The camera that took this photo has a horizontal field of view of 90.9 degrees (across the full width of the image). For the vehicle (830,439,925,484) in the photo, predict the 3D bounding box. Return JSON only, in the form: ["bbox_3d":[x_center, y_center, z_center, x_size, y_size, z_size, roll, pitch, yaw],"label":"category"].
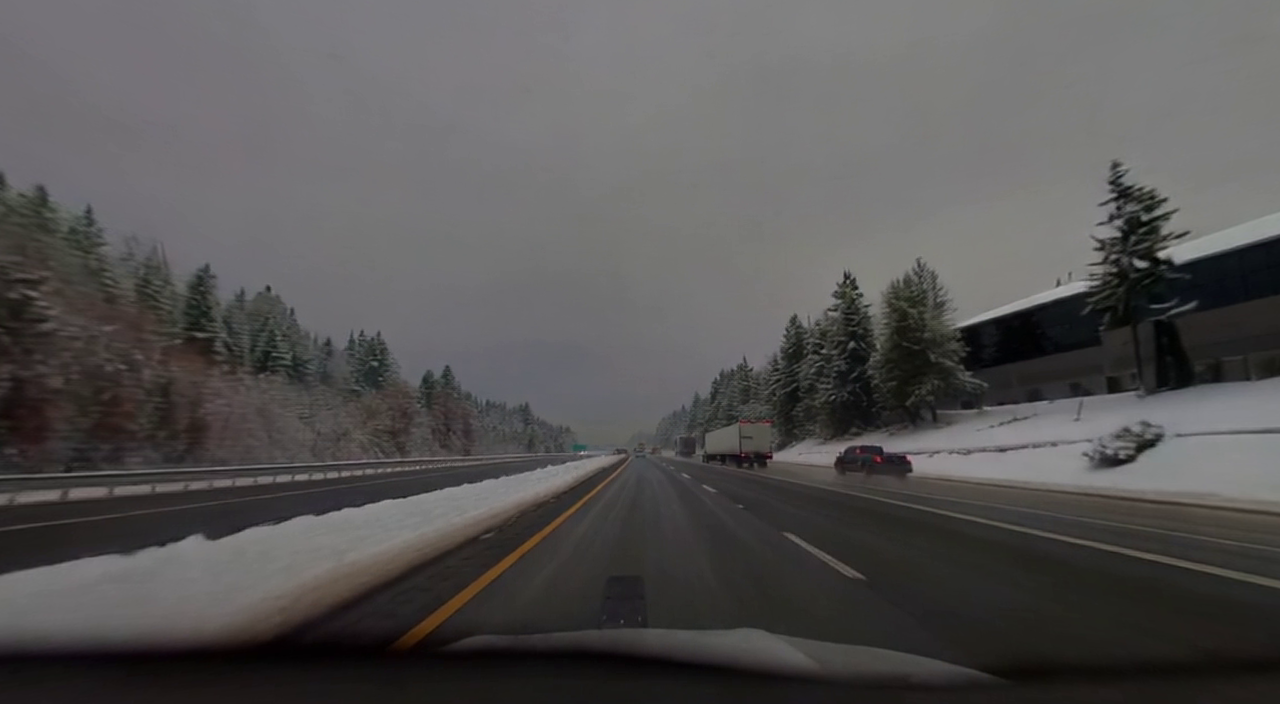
[{"bbox_3d":[10.171,4.727,27.485,2.129,1.735,4.880,0,-9,-1],"label":"vehicle"}]
